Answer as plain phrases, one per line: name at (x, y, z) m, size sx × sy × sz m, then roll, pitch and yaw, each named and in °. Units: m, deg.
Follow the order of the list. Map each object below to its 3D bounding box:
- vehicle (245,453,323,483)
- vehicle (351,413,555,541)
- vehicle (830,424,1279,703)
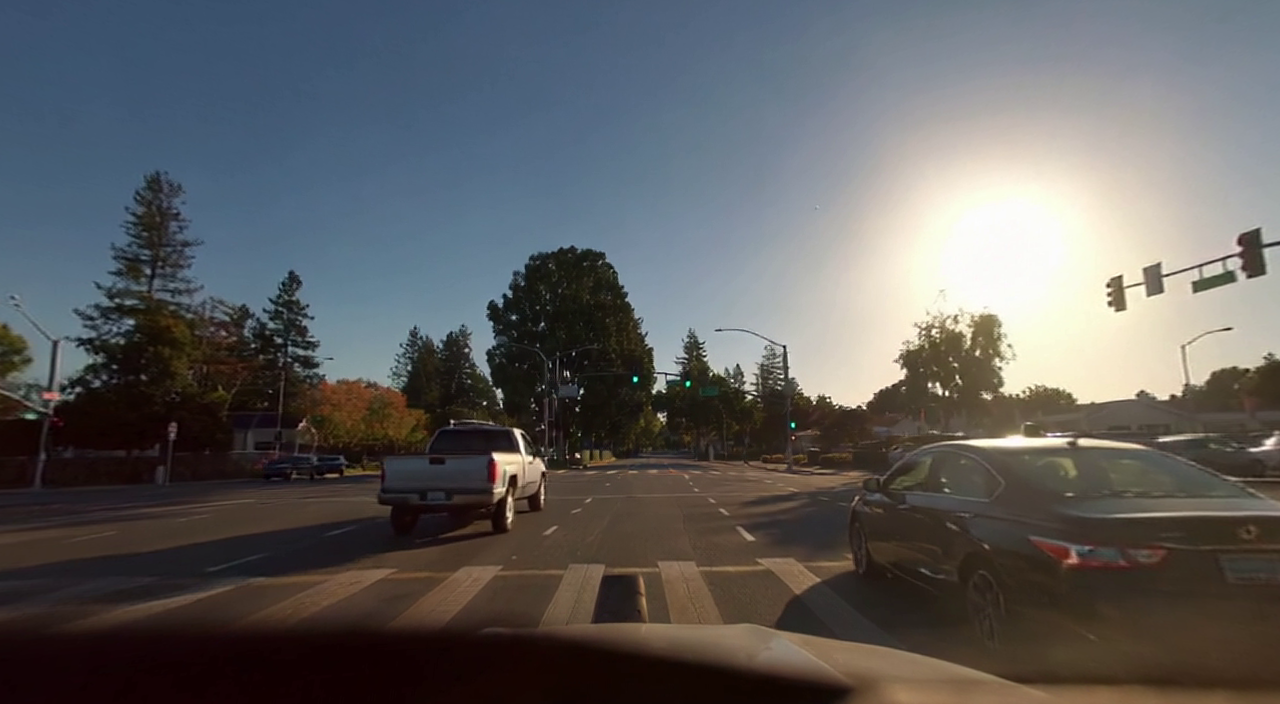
vehicle at (-22.082, 7.197, 39.206) m, size 1.908 × 1.642 × 4.910 m, roll 0°, pitch -8°, yaw 1°
vehicle at (-3.147, 2.247, 11.972) m, size 2.231 × 1.898 × 4.985 m, roll 0°, pitch -8°, yaw 1°
vehicle at (3.211, 1.383, 5.017) m, size 1.990 × 1.454 × 4.490 m, roll 0°, pitch -8°, yaw 0°
